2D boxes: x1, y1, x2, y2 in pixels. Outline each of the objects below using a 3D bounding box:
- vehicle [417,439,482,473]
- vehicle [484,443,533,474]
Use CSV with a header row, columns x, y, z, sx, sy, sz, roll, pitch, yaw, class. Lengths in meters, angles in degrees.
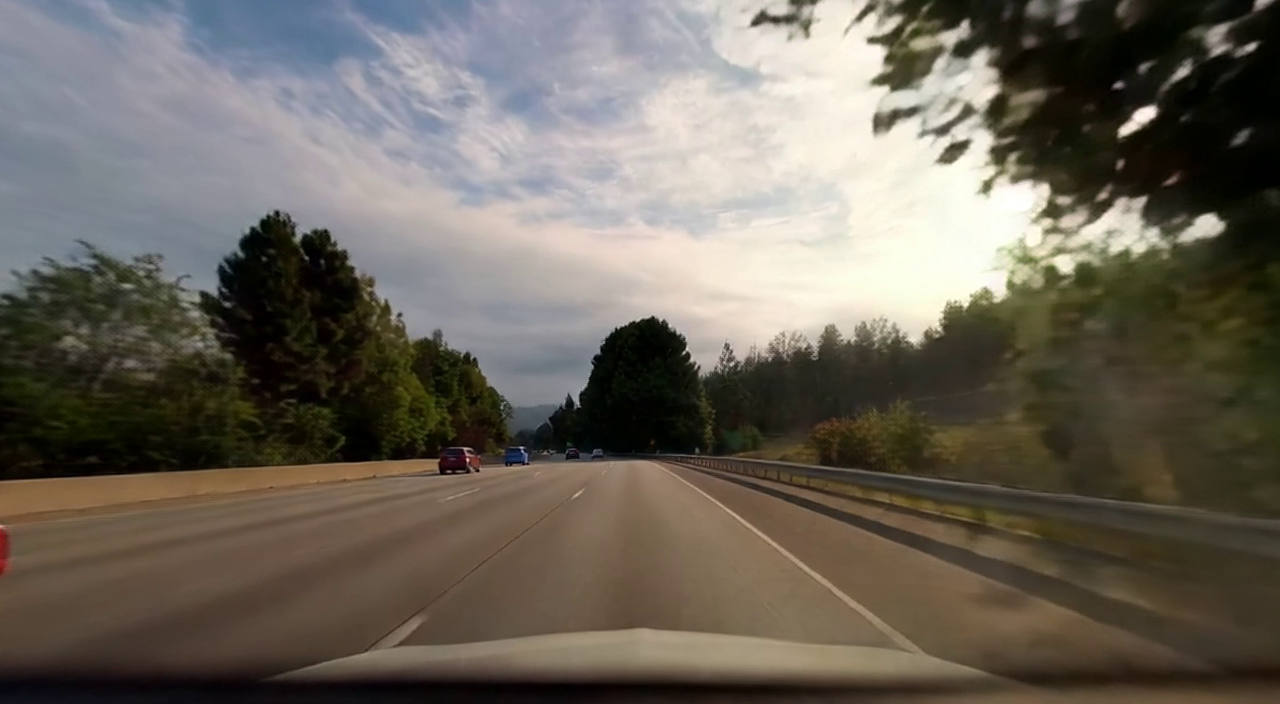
x,y,z,sx,sy,sz,roll,pitch,yaw,class
-11.749,6.481,39.330,2.425,1.926,5.584,0,-9,-1,vehicle
-7.618,6.201,36.874,2.060,1.680,4.255,0,-9,-1,vehicle
